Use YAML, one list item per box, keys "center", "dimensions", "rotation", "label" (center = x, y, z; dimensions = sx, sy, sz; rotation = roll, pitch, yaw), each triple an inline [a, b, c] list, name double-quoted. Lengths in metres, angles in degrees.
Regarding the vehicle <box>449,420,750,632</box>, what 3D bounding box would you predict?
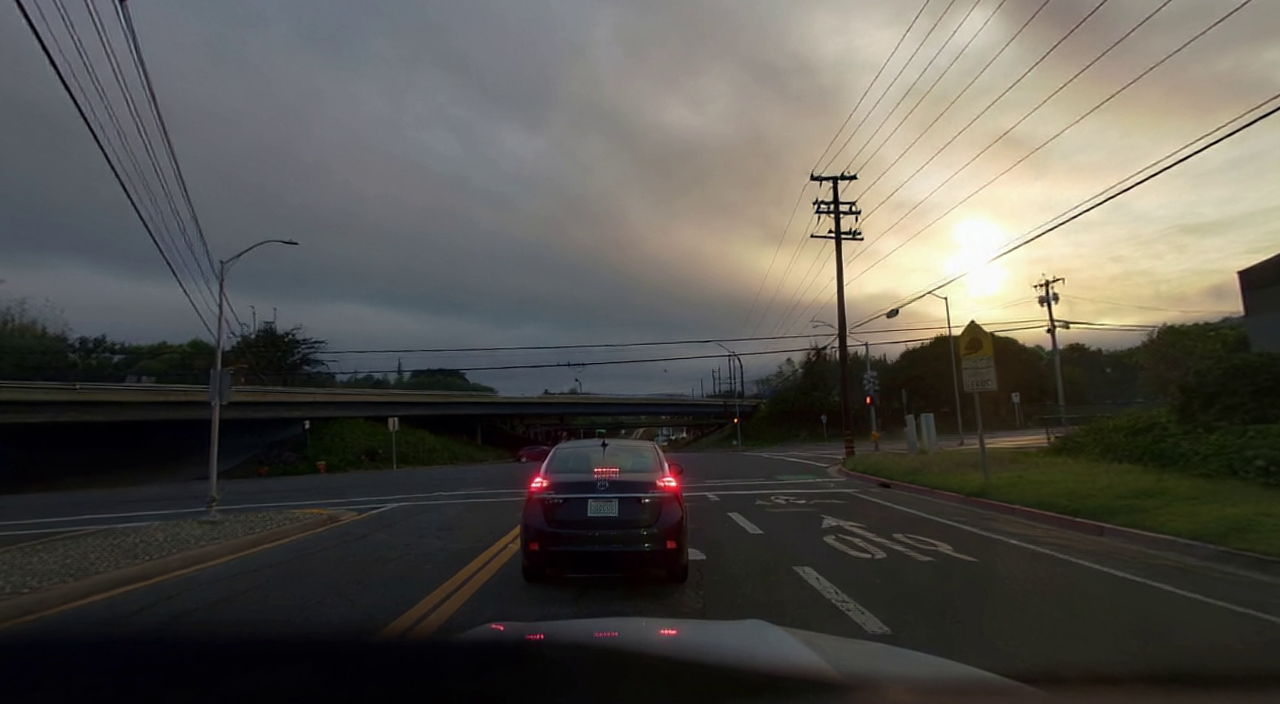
- center: [-0.246, 1.521, 6.469]
  dimensions: [2.090, 1.458, 4.033]
  rotation: [-1, -9, 1]
  label: "vehicle"
